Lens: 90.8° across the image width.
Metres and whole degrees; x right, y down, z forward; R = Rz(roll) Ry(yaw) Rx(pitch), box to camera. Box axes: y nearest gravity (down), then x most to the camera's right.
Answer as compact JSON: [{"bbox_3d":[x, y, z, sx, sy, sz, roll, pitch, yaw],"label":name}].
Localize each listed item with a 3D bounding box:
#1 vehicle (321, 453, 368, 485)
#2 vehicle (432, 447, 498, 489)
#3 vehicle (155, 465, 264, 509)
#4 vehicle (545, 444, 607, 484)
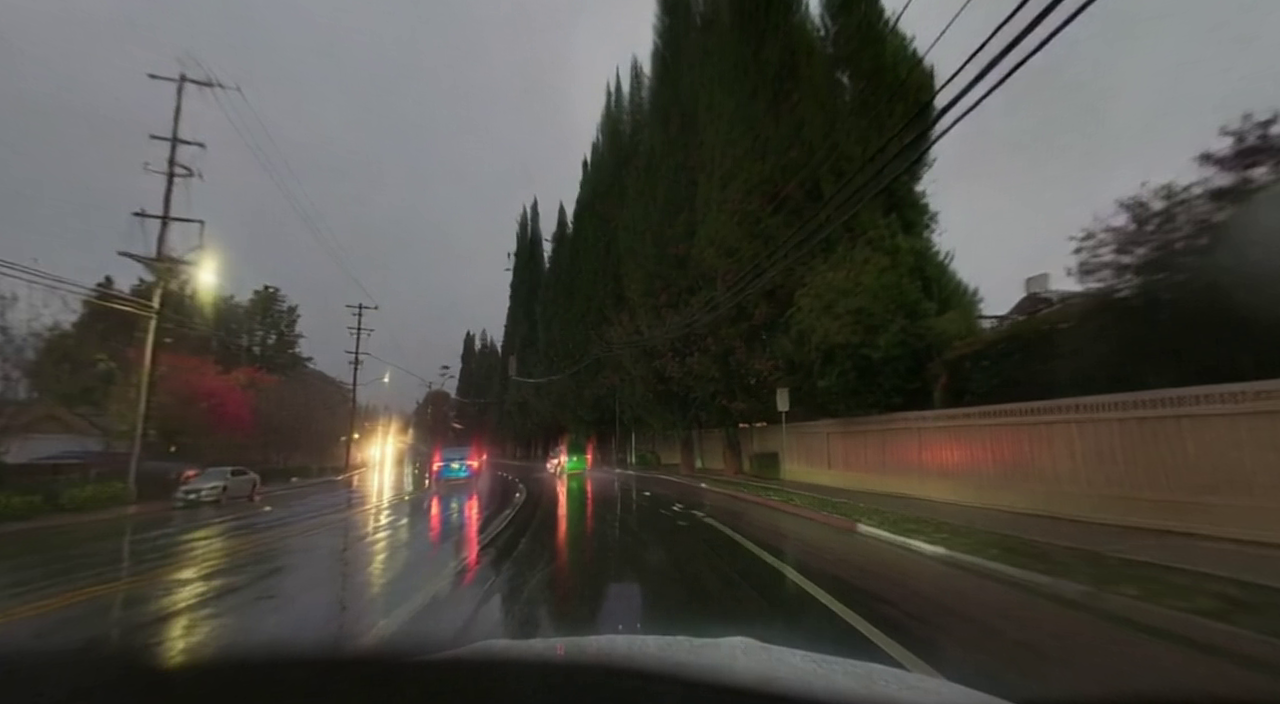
[{"bbox_3d":[-22.405,8.850,48.137,2.094,2.000,5.603,3,-7,-13],"label":"vehicle"},{"bbox_3d":[-6.532,4.348,23.991,1.913,1.425,4.235,1,-9,-9],"label":"vehicle"},{"bbox_3d":[-17.380,5.432,25.824,1.944,1.458,4.549,2,-9,-11],"label":"vehicle"},{"bbox_3d":[-2.780,4.654,26.540,2.168,1.504,4.284,2,-9,-11],"label":"vehicle"}]
